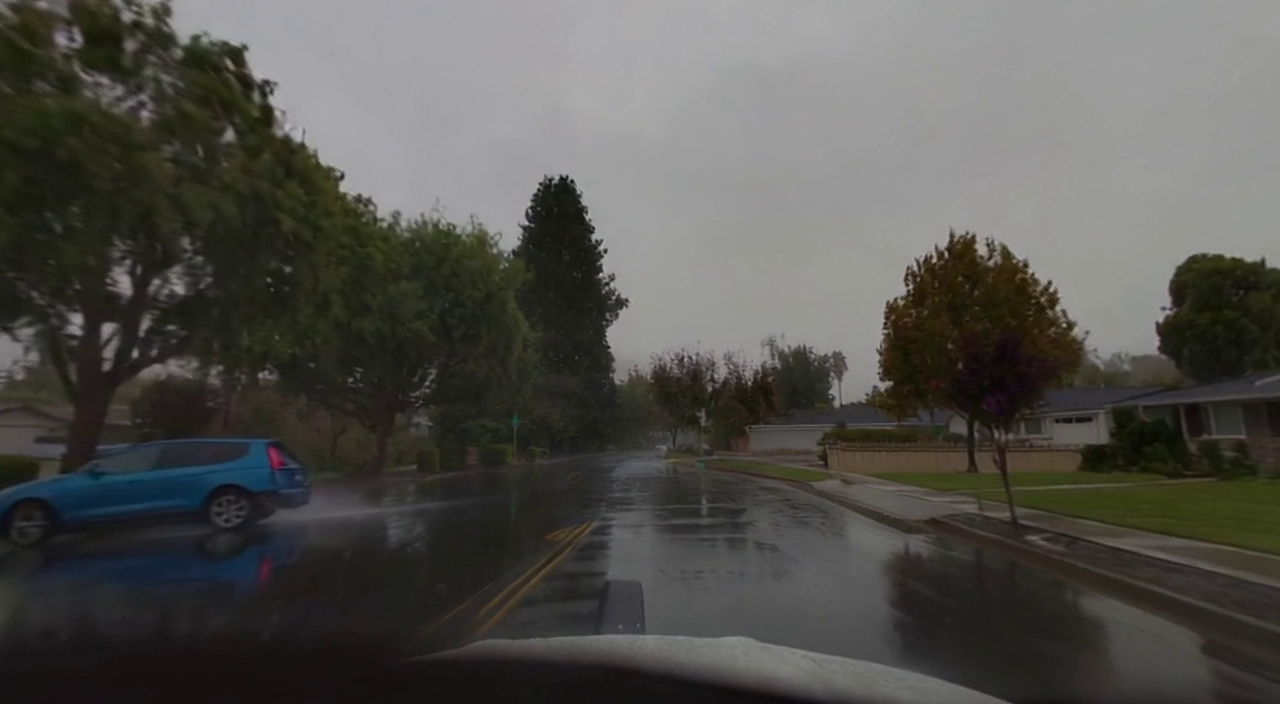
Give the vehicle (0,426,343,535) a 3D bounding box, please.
[{"bbox_3d":[-7.918,2.140,10.808,4.692,1.660,1.879,0,-9,-1],"label":"vehicle"}]
